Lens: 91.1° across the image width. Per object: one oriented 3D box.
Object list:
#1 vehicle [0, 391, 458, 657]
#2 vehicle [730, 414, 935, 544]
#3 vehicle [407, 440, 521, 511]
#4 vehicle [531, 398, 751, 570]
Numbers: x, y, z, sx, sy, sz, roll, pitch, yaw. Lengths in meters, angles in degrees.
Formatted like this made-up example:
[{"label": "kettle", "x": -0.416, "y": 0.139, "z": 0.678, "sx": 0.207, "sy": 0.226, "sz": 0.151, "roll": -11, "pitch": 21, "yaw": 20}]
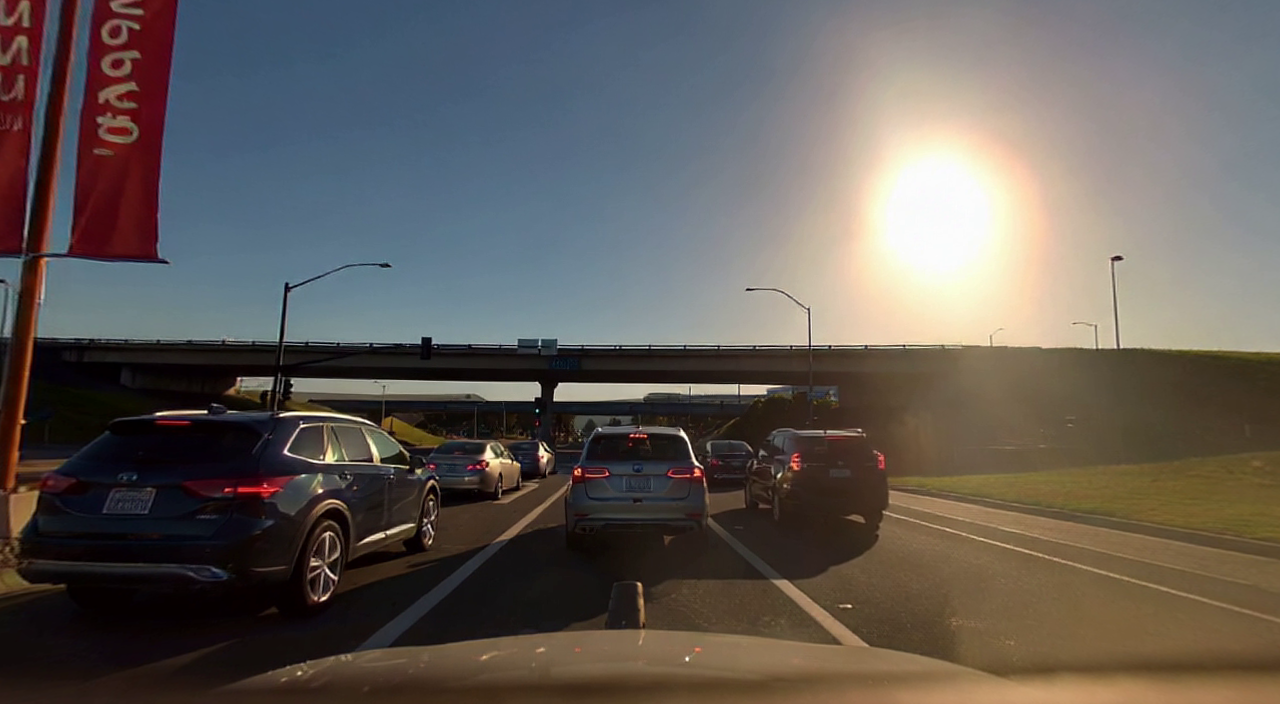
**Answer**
[{"label": "vehicle", "x": -3.495, "y": 1.432, "z": 6.277, "sx": 2.039, "sy": 1.709, "sz": 4.265, "roll": 0, "pitch": -9, "yaw": 0}, {"label": "vehicle", "x": 3.064, "y": 2.138, "z": 11.260, "sx": 2.016, "sy": 1.804, "sz": 4.681, "roll": 0, "pitch": -9, "yaw": -2}, {"label": "vehicle", "x": -4.158, "y": 2.948, "z": 15.428, "sx": 1.797, "sy": 1.505, "sz": 3.506, "roll": 0, "pitch": -9, "yaw": 0}, {"label": "vehicle", "x": -0.079, "y": 1.772, "z": 9.208, "sx": 2.409, "sy": 1.864, "sz": 4.471, "roll": 0, "pitch": -9, "yaw": -2}]
